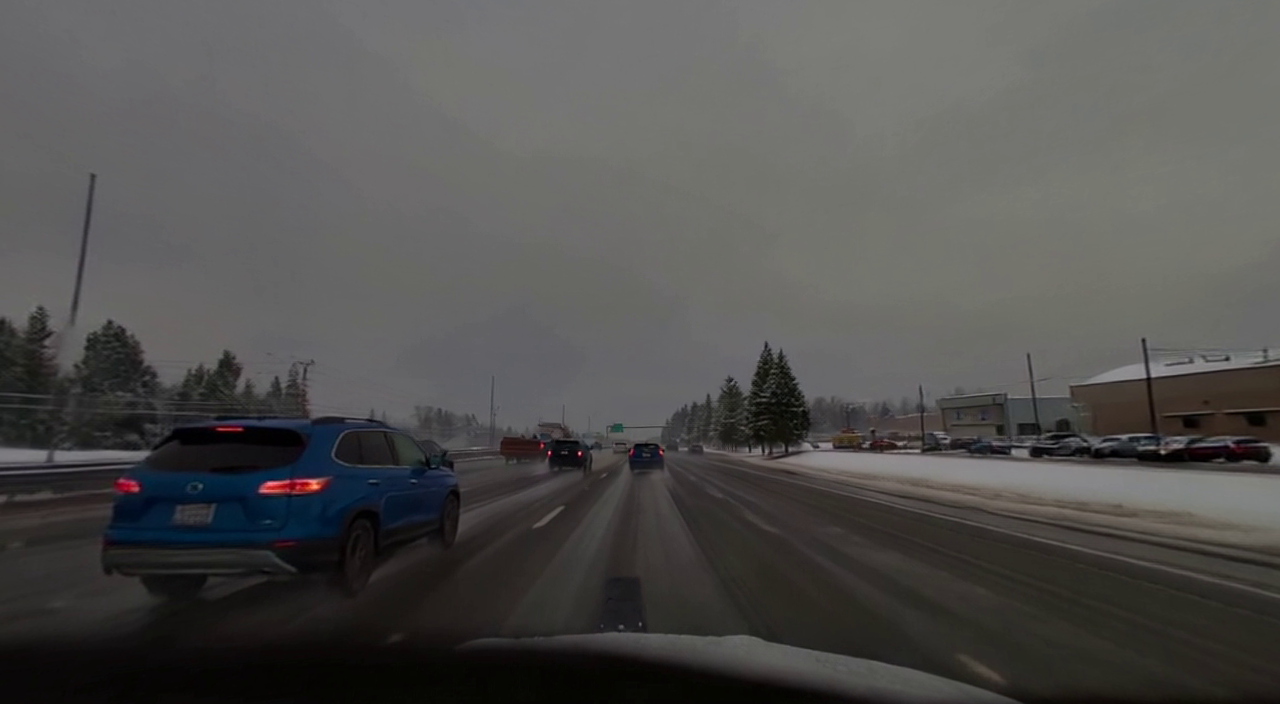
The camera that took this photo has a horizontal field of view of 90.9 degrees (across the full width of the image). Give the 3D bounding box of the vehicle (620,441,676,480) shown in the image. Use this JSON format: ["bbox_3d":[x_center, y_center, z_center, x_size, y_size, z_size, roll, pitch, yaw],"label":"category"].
[{"bbox_3d":[0.324,4.382,25.781,2.090,1.474,3.970,0,-8,0],"label":"vehicle"}]

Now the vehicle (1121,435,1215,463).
[{"bbox_3d":[30.104,5.541,36.144,1.749,1.454,4.210,0,-8,0],"label":"vehicle"}]

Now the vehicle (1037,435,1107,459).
[{"bbox_3d":[30.402,6.694,44.540,1.843,1.626,4.378,0,-8,1],"label":"vehicle"}]

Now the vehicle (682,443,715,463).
[{"bbox_3d":[4.412,7.668,48.051,1.980,1.492,4.442,0,-8,-1],"label":"vehicle"}]

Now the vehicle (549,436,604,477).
[{"bbox_3d":[-2.845,4.806,29.234,2.007,1.730,4.412,0,-8,1],"label":"vehicle"}]

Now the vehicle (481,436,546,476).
[{"bbox_3d":[-6.129,5.097,31.182,2.125,1.804,4.864,0,-8,1],"label":"vehicle"}]

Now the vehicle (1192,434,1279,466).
[{"bbox_3d":[30.021,4.824,31.217,1.743,1.467,4.058,0,-8,2],"label":"vehicle"}]

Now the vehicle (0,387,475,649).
[{"bbox_3d":[-3.290,1.399,6.388,1.961,1.687,4.453,0,-8,1],"label":"vehicle"}]
